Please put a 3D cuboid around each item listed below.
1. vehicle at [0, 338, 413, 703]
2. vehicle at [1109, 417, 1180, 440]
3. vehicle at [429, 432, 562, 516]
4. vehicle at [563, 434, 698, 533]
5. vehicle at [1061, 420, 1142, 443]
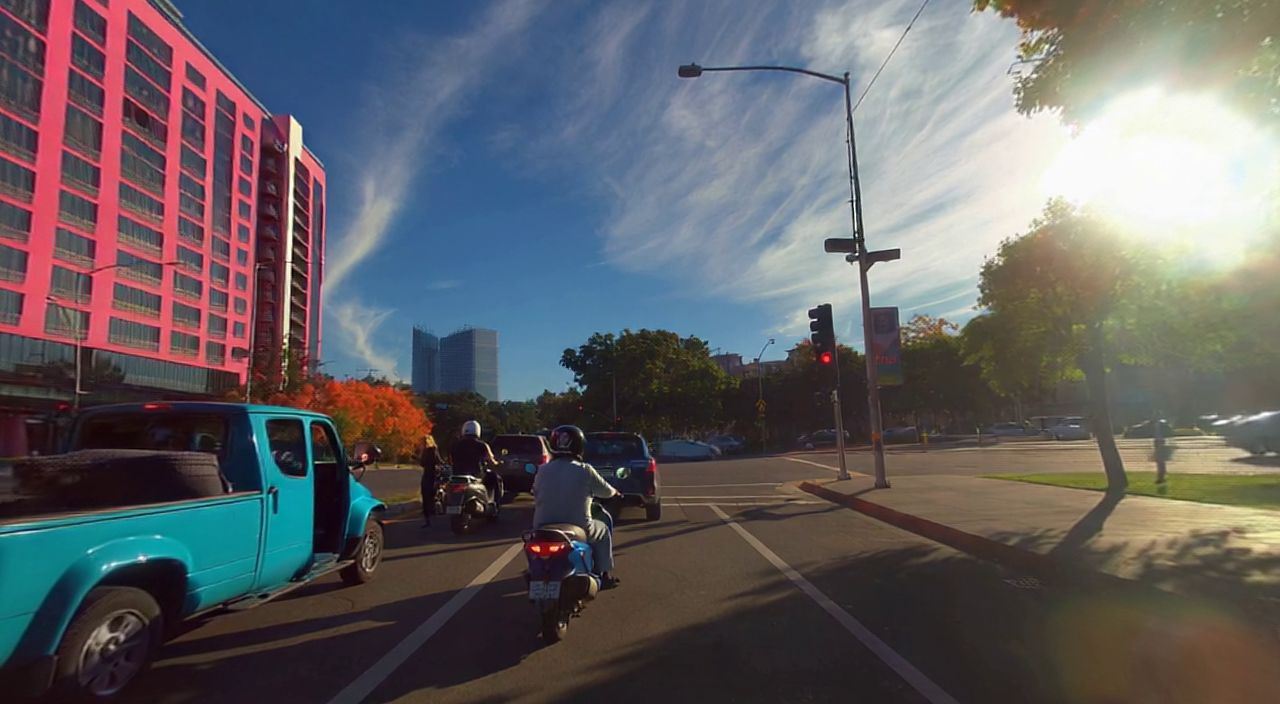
[{"bbox_3d":[-3.589,1.167,4.602,2.000,1.809,4.855,0,-9,1],"label":"vehicle"},{"bbox_3d":[37.005,5.653,46.311,1.716,1.543,3.682,8,-12,-41],"label":"vehicle"},{"bbox_3d":[-3.100,2.710,14.445,1.935,1.615,4.073,-1,-9,2],"label":"vehicle"},{"bbox_3d":[-0.103,2.300,11.620,2.025,1.458,4.085,-1,-9,1],"label":"vehicle"},{"bbox_3d":[30.810,5.334,42.133,1.751,1.420,4.027,8,-12,-43],"label":"vehicle"}]
